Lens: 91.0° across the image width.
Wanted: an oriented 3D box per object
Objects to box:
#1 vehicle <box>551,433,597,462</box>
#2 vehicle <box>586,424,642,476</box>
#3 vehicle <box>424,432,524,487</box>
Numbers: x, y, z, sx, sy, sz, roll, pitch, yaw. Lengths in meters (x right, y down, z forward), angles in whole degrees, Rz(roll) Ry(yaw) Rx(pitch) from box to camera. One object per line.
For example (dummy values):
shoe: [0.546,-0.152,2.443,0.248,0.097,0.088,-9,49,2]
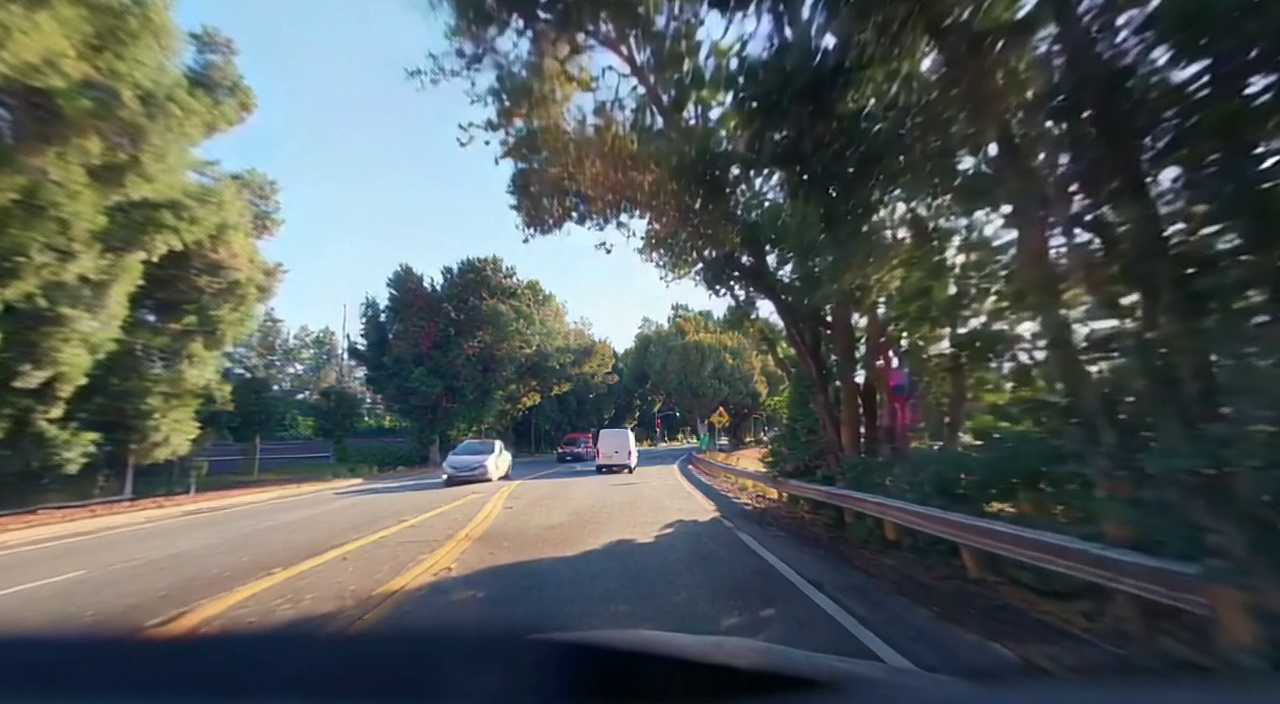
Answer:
vehicle: [-4.878,7.192,47.491,2.295,1.981,5.836,-1,-8,6]
vehicle: [-1.149,4.564,29.491,2.362,2.185,5.212,0,-8,-1]
vehicle: [-5.410,3.566,21.182,2.051,1.648,4.451,0,-8,2]
